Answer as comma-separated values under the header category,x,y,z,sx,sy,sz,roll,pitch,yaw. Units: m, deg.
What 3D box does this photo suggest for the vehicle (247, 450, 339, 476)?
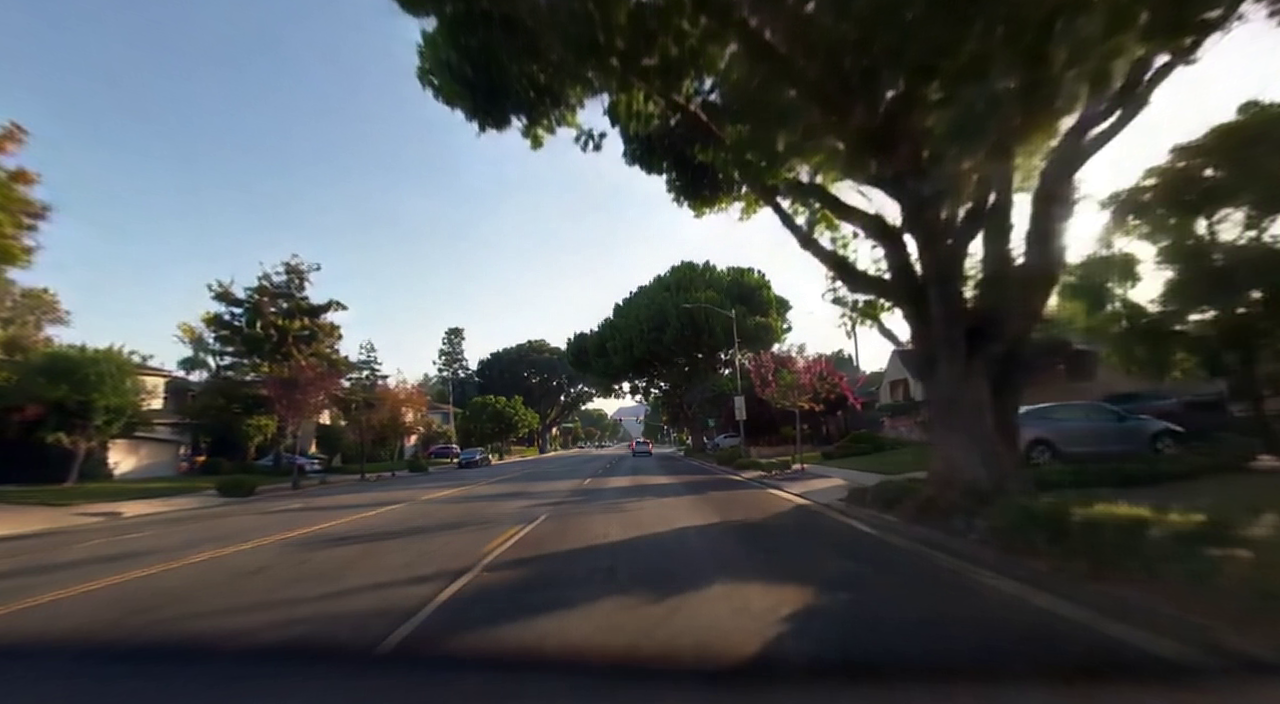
category,x,y,z,sx,sy,sz,roll,pitch,yaw
vehicle,-22.688,7.284,41.379,4.791,1.564,2.125,0,-8,-5

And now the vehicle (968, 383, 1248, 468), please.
category,x,y,z,sx,sy,sz,roll,pitch,yaw
vehicle,11.200,1.874,15.579,4.996,1.563,1.984,-6,-10,14
